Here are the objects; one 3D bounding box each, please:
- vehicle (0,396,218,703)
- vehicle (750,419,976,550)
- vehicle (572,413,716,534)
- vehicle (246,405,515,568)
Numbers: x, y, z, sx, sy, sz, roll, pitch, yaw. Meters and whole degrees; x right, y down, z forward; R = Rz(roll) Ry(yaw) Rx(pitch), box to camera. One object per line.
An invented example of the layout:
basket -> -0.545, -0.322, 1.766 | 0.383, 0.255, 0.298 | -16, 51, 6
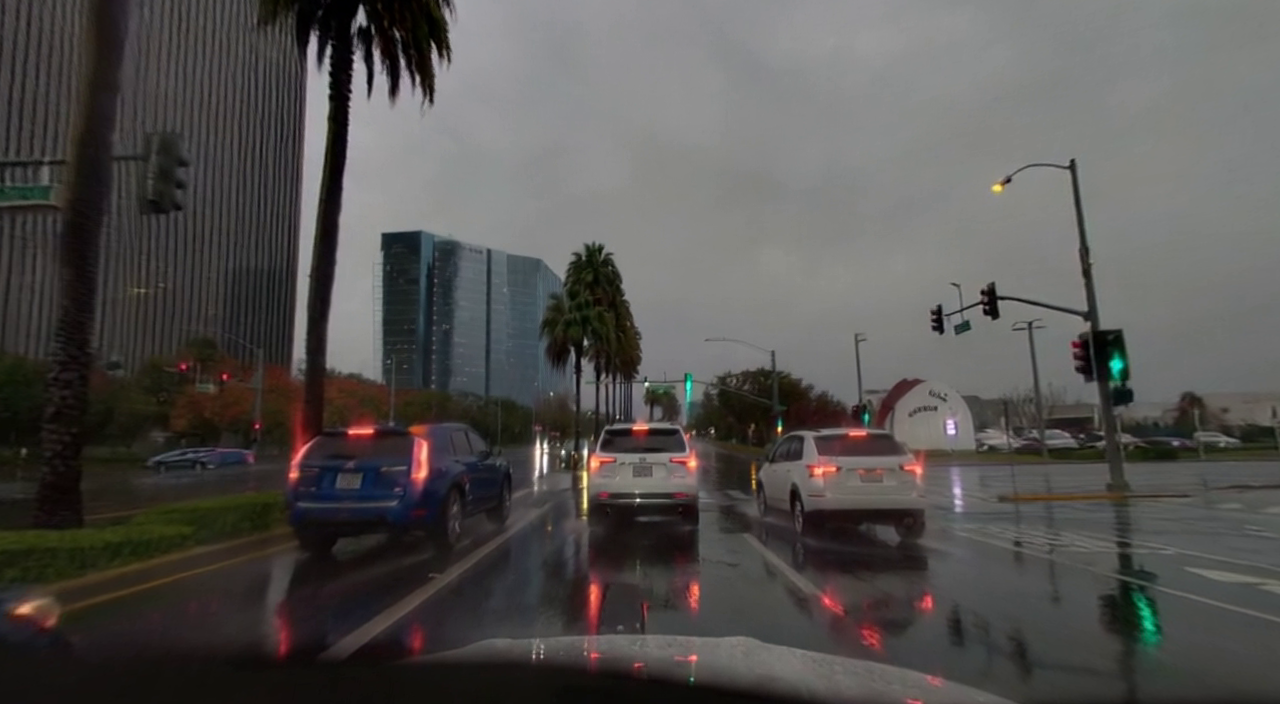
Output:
vehicle -> -3.199, 0.716, 0.933 | 1.962, 1.480, 4.605 | 0, -9, 0
vehicle -> 3.059, 1.904, 9.689 | 1.936, 1.567, 3.896 | 0, -9, -2
vehicle -> 0.058, 2.065, 11.271 | 2.060, 1.730, 4.257 | 0, -9, 0
vehicle -> -3.163, 1.730, 8.790 | 1.938, 1.713, 4.048 | 0, -9, 1
